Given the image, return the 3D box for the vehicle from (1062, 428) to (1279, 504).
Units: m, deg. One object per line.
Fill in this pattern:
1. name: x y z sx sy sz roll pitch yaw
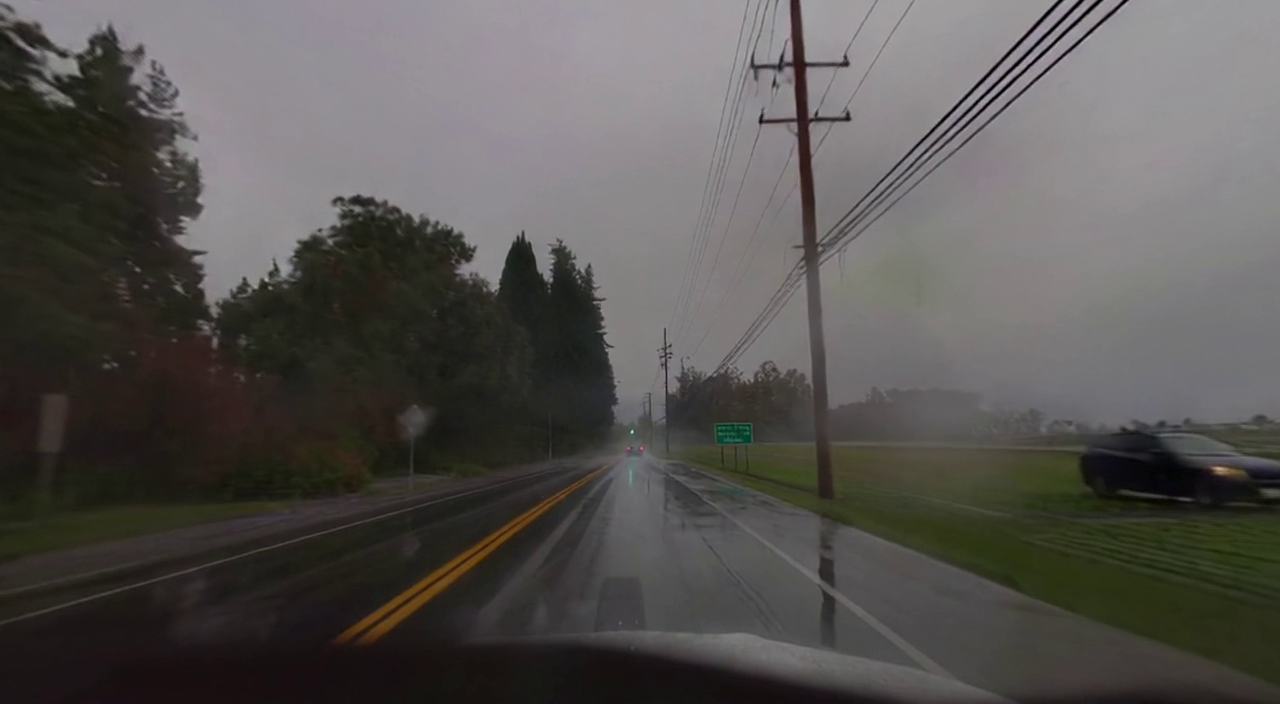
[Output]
1. vehicle: 15.970 3.263 18.301 5.494 2.011 2.421 -1 -9 5
